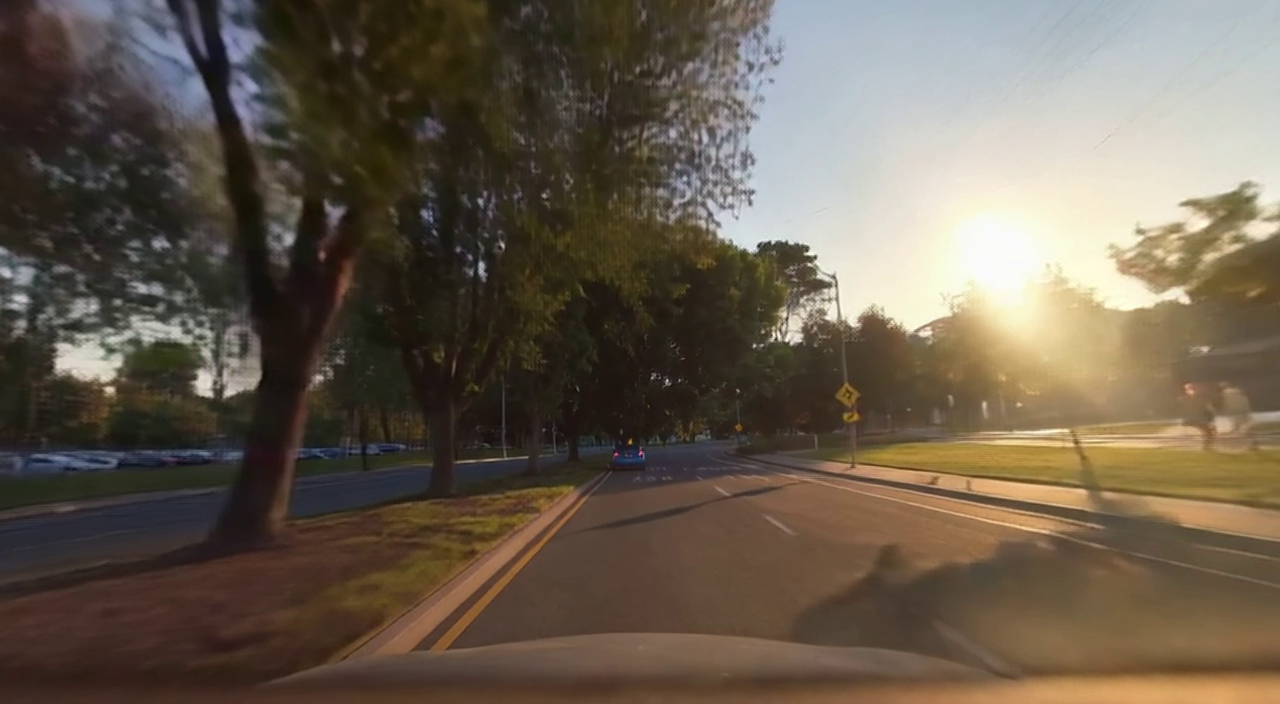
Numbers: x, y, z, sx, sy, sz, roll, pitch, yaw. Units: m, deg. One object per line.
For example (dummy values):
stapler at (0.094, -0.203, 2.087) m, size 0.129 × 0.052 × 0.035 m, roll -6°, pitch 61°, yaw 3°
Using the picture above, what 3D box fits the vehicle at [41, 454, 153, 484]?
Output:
vehicle at (-30.017, 6.457, 34.968) m, size 4.468 × 1.471 × 1.879 m, roll -1°, pitch -8°, yaw 1°

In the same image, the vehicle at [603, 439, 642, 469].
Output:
vehicle at (-0.894, 5.489, 34.214) m, size 1.978 × 1.499 × 3.915 m, roll -1°, pitch -8°, yaw 0°

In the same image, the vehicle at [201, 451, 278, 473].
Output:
vehicle at (-30.318, 8.345, 47.859) m, size 4.455 × 1.566 × 2.029 m, roll 0°, pitch -8°, yaw -2°
